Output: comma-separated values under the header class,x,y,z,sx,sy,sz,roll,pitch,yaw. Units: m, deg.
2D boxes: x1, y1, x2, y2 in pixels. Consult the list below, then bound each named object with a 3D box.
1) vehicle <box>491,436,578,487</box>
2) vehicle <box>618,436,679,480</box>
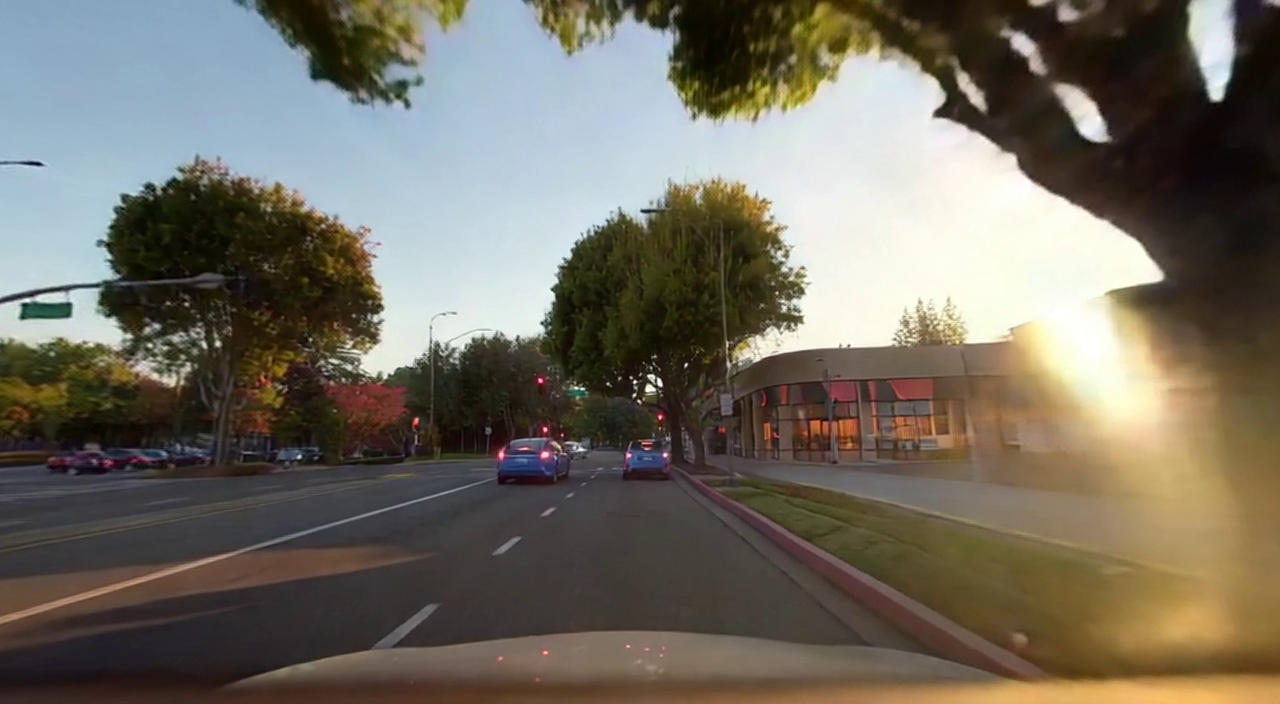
class,x,y,z,sx,sy,sz,roll,pitch,yaw
vehicle,-3.276,3.500,20.556,2.032,1.467,4.411,0,-8,1
vehicle,0.284,3.884,23.374,2.059,1.456,4.047,0,-8,0
